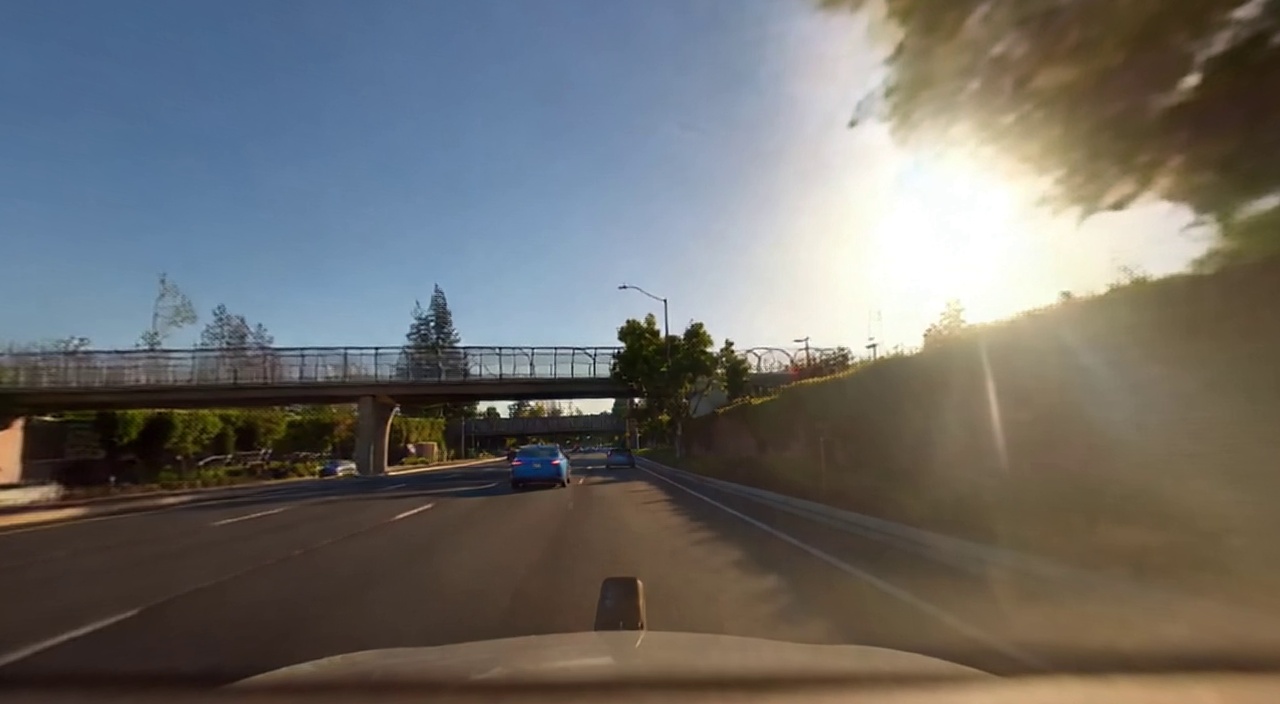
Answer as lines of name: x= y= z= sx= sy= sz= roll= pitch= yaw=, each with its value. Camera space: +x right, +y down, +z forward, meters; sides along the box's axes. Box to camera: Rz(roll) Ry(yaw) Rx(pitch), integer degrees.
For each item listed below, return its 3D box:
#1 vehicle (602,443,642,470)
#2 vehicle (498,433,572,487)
vehicle: x=-1.146 y=6.206 z=37.720 sx=2.205 sy=1.509 sz=4.272 roll=1 pitch=-8 yaw=-5
vehicle: x=-3.763 y=3.969 z=23.547 sx=2.223 sy=1.771 sz=4.581 roll=0 pitch=-8 yaw=-3
